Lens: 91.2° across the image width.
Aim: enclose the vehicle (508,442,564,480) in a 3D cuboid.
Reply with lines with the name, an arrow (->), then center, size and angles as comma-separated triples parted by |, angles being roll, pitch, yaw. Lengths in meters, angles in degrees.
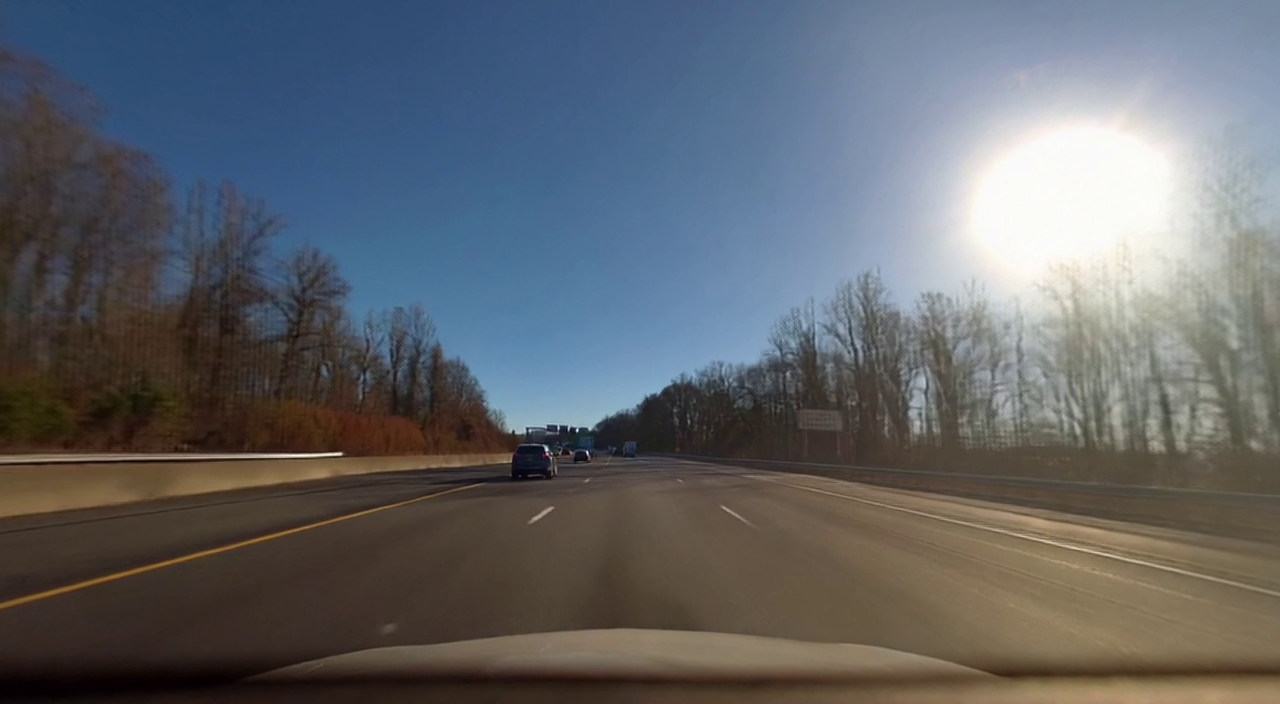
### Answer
vehicle -> -5.103, 5.409, 31.378 | 2.151, 1.693, 4.201 | 0, -9, -1
